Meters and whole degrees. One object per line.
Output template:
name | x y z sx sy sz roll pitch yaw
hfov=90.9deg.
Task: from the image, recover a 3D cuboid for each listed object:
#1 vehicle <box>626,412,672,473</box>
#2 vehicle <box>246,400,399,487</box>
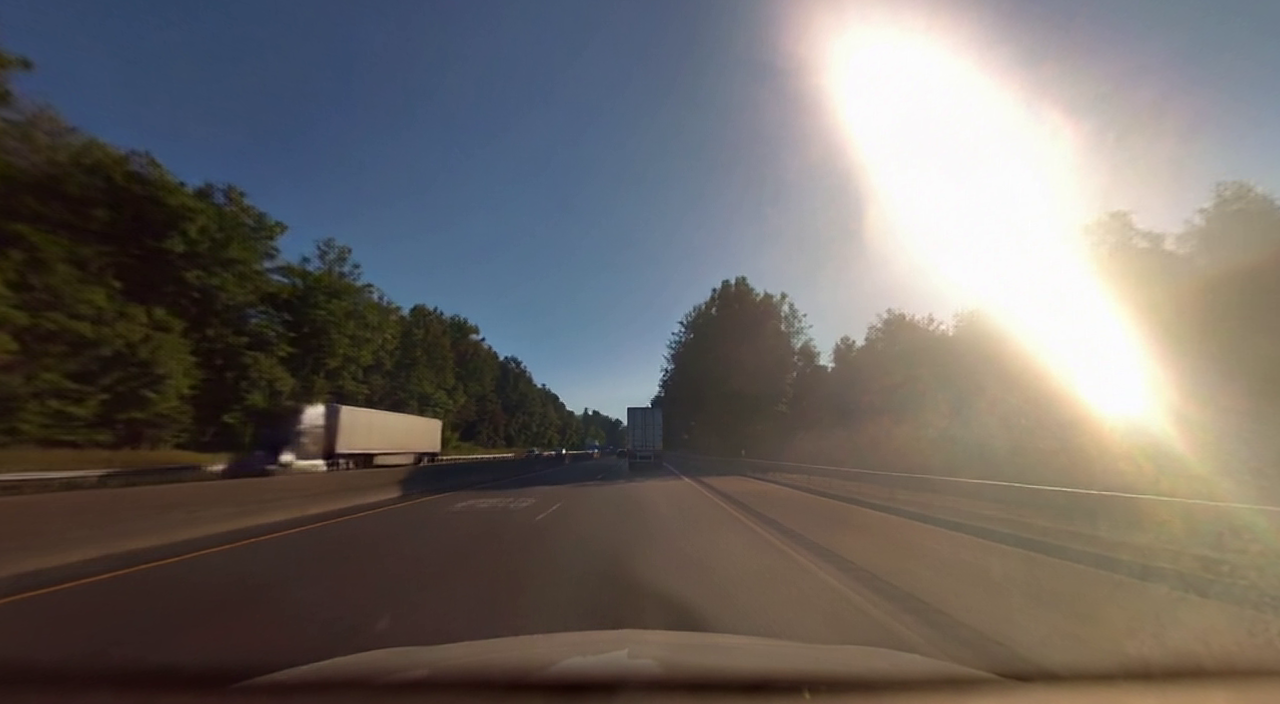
vehicle | 0.591 6.772 46.706 3.024 3.965 10.399 0 -9 0
vehicle | -16.859 5.088 34.751 2.940 4.033 10.221 0 -9 1
